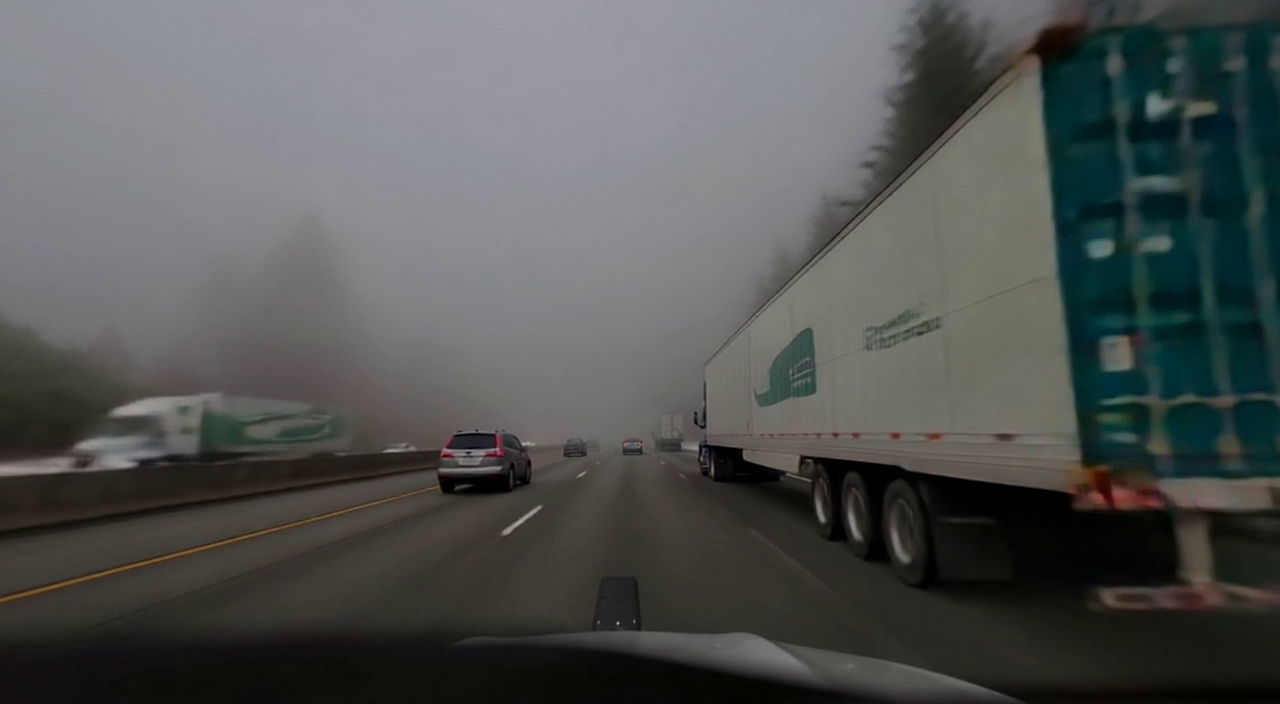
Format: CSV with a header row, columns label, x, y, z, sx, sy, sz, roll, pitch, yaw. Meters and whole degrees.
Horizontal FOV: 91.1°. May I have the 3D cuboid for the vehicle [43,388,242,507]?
label,x,y,z,sx,sy,sz,roll,pitch,yaw
vehicle,-19.982,3.823,25.848,3.399,4.308,5.546,0,-7,-1

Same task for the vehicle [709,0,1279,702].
label,x,y,z,sx,sy,sz,roll,pitch,yaw
vehicle,3.607,0.688,10.605,2.959,4.058,14.485,0,-8,-1

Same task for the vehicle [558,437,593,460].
label,x,y,z,sx,sy,sz,roll,pitch,yaw
vehicle,-4.387,6.624,43.476,2.021,1.514,4.190,0,-8,-1

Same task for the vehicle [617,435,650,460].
label,x,y,z,sx,sy,sz,roll,pitch,yaw
vehicle,-0.441,6.276,41.593,2.088,1.567,4.240,0,-8,-1

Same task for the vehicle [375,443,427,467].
label,x,y,z,sx,sy,sz,roll,pitch,yaw
vehicle,-16.118,6.929,42.612,1.840,1.483,4.105,-1,-8,0

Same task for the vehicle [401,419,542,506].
label,x,y,z,sx,sy,sz,roll,pitch,yaw
vehicle,-3.658,2.464,14.600,2.054,1.671,4.445,0,-8,0
